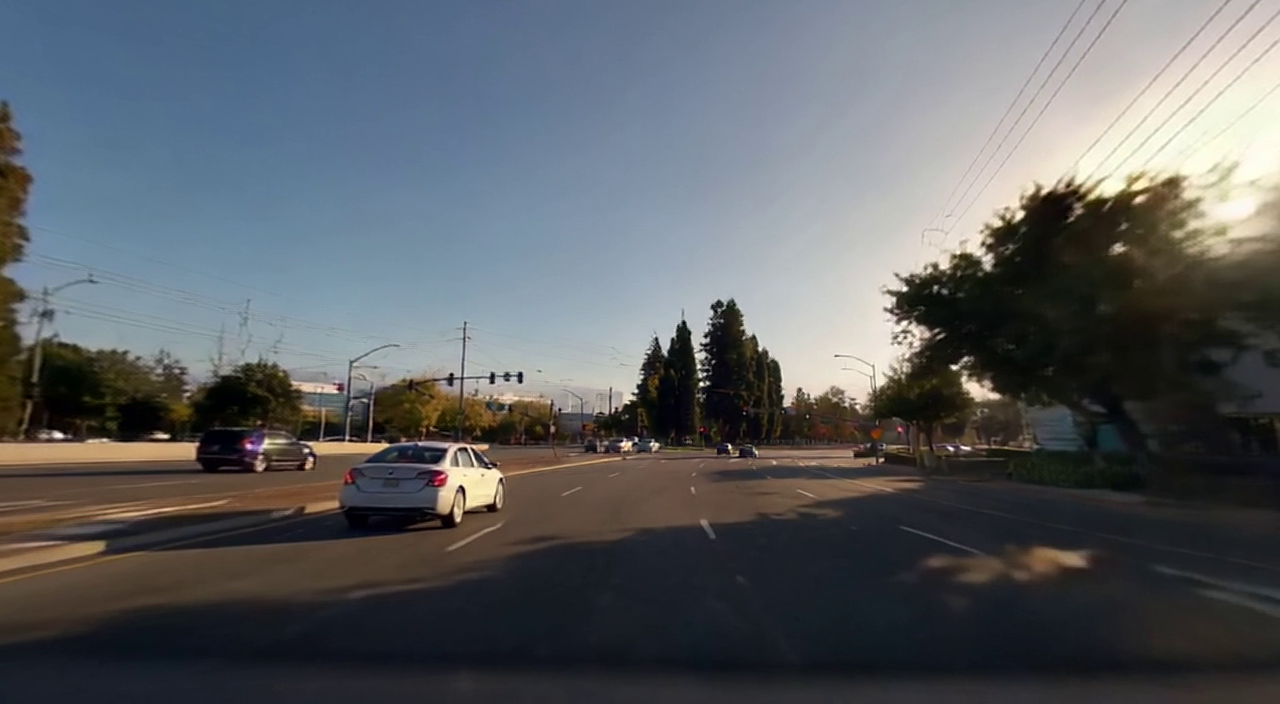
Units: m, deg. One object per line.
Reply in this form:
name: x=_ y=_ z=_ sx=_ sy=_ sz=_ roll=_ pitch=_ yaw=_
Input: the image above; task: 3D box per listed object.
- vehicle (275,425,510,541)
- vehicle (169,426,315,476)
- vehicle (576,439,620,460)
vehicle: x=-3.600 y=1.988 z=10.202 sx=1.934 sy=1.463 sz=4.220 roll=0 pitch=-9 yaw=2
vehicle: x=-13.146 y=3.312 z=21.251 sx=1.984 sy=1.488 sz=4.258 roll=-1 pitch=-9 yaw=3
vehicle: x=-3.142 y=7.503 z=48.514 sx=2.080 sy=1.495 sz=5.242 roll=-2 pitch=-9 yaw=12
